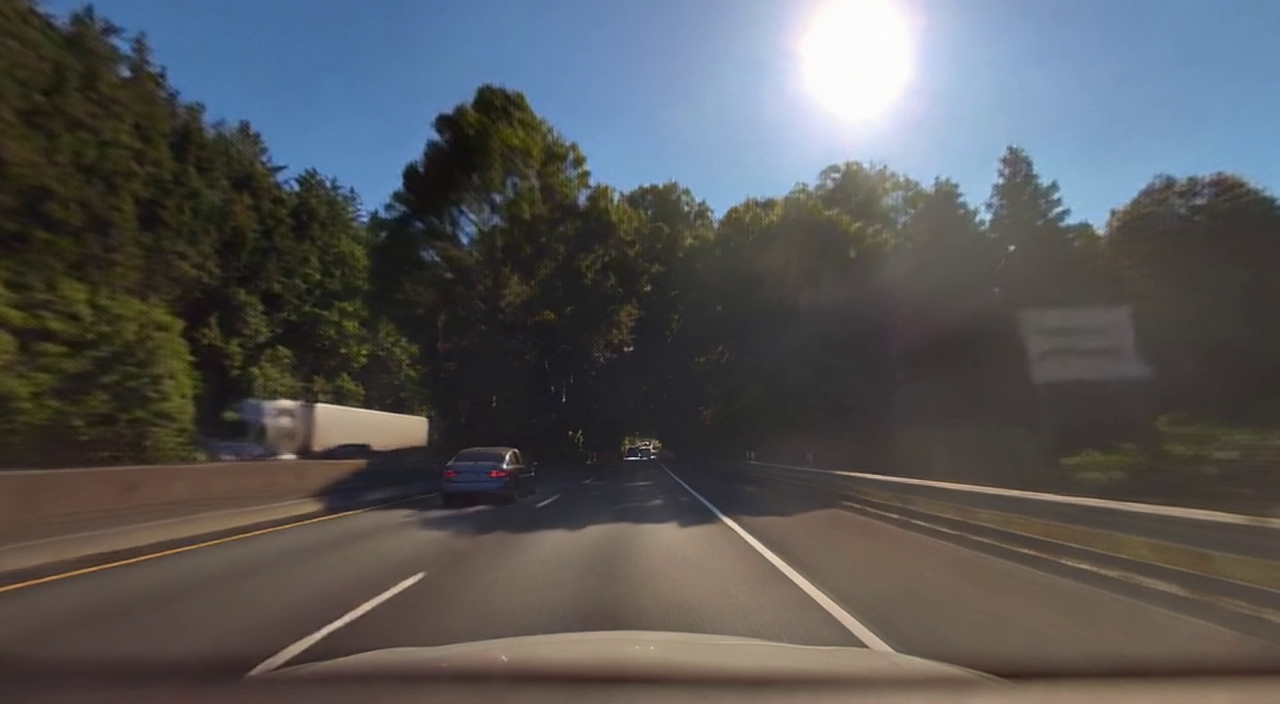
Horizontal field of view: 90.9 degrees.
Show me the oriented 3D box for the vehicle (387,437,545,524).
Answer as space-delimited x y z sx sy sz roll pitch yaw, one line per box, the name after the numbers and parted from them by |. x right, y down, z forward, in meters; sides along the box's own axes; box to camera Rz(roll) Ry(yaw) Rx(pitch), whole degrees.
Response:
-3.399 2.624 13.408 1.969 1.505 4.636 0 -9 1 | vehicle

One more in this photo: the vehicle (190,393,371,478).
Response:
-17.174 4.265 31.418 2.929 3.546 10.119 0 -9 0 | vehicle

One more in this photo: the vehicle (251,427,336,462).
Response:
-16.949 4.592 31.066 1.826 1.580 4.127 0 -9 0 | vehicle
